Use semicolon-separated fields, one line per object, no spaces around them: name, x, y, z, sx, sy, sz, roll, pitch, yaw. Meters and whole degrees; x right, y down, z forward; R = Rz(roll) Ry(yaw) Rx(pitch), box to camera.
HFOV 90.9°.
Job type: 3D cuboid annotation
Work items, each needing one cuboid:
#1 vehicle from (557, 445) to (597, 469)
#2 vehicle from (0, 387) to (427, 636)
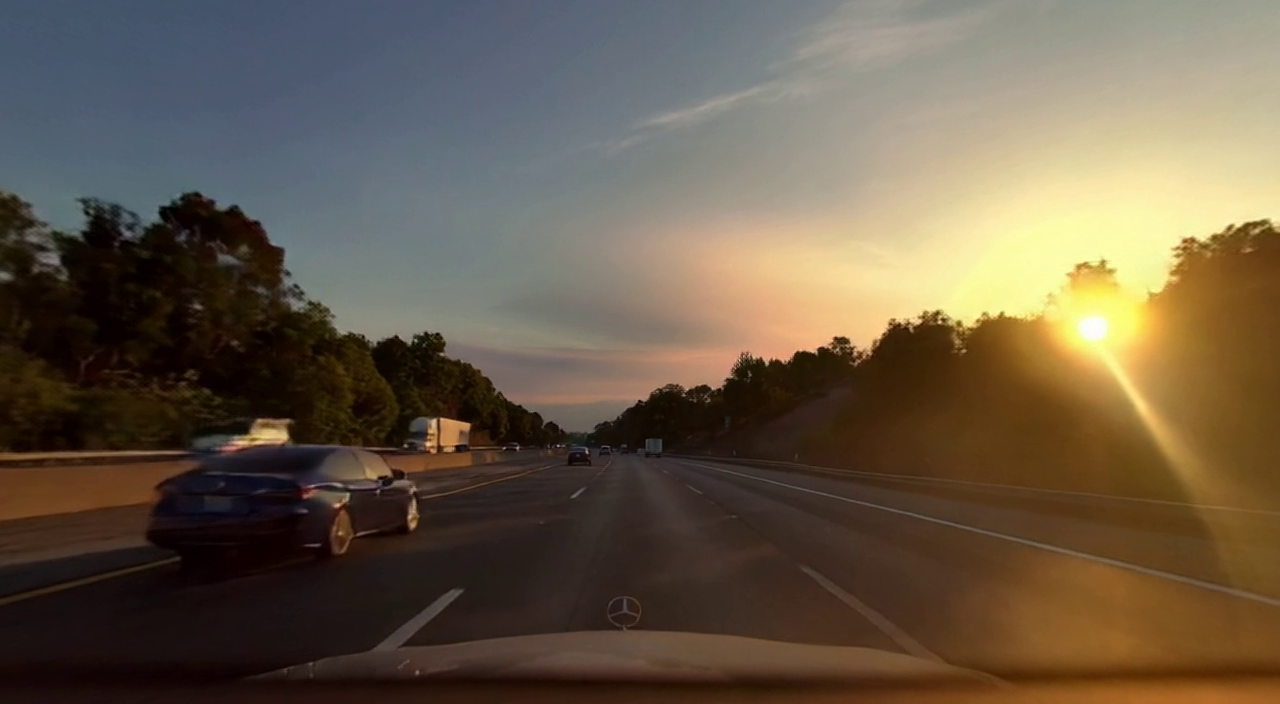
vehicle;-4.084;6.868;41.322;2.169;1.473;4.631;0;-9;0
vehicle;-4.090;1.420;6.578;2.108;1.666;4.558;0;-9;0
